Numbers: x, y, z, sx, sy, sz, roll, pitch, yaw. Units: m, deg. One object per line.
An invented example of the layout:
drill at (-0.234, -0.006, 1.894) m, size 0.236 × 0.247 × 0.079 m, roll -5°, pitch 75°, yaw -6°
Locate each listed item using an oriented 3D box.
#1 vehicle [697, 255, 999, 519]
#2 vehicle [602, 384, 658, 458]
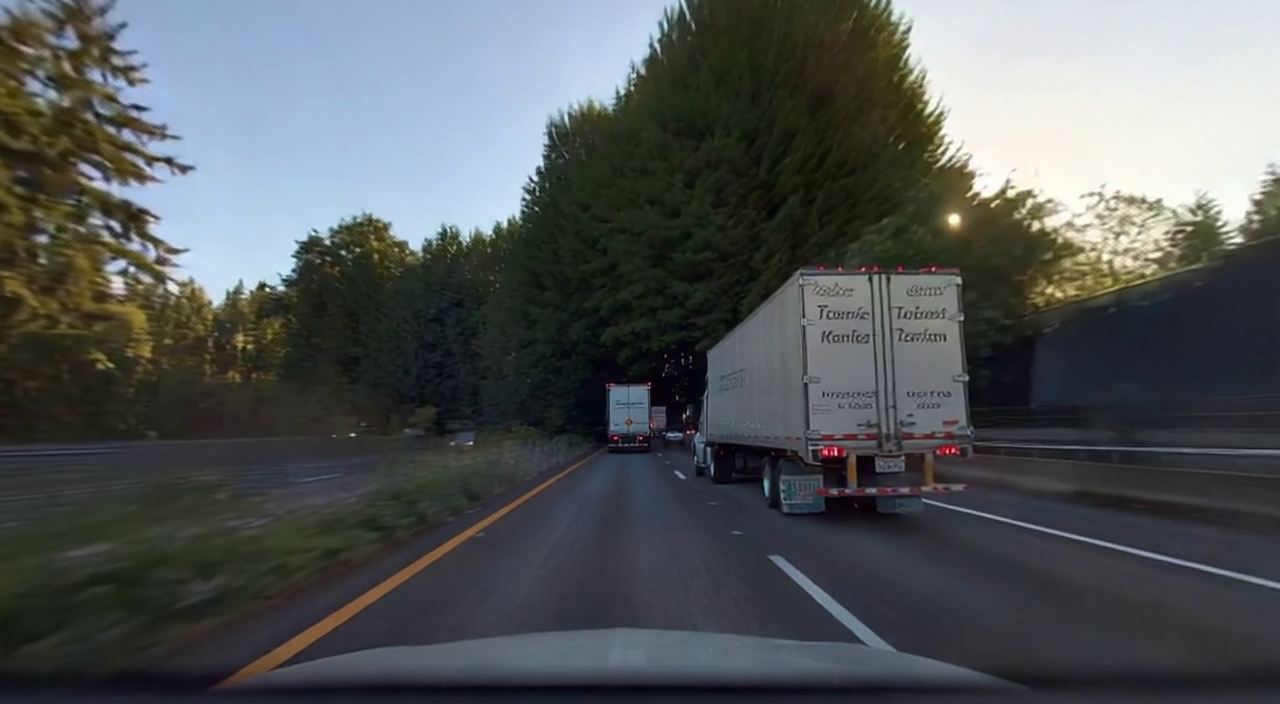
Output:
vehicle at (3.872, 1.469, 17.100) m, size 2.856 × 4.145 × 14.500 m, roll 0°, pitch -8°, yaw -2°
vehicle at (-0.611, 4.307, 38.357) m, size 2.958 × 3.917 × 10.196 m, roll 0°, pitch -8°, yaw -1°
